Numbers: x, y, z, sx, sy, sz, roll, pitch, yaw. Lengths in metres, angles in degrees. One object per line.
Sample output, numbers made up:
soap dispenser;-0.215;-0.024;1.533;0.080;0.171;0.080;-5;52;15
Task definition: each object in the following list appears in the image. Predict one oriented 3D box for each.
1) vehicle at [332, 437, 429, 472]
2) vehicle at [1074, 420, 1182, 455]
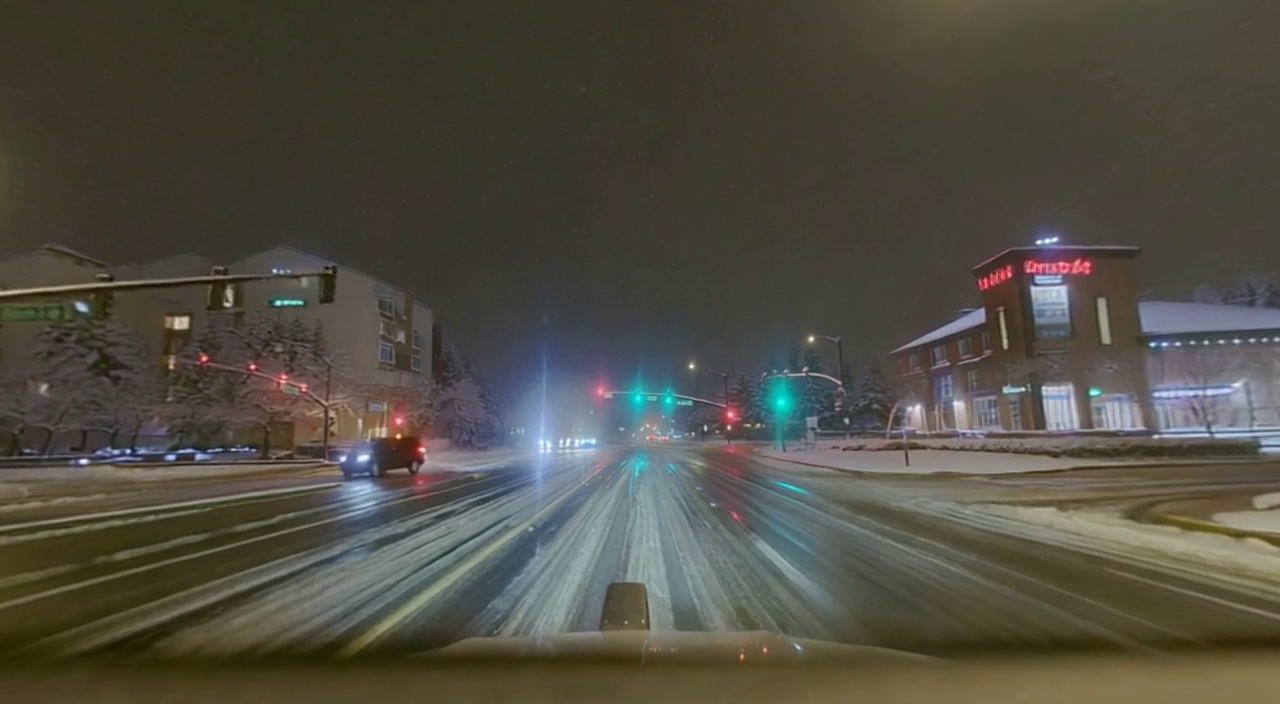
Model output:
vehicle;-14.841;5.864;36.278;4.938;1.863;2.162;3;-9;-21
vehicle;22.309;3.931;28.795;4.694;1.481;1.884;4;-9;-25
